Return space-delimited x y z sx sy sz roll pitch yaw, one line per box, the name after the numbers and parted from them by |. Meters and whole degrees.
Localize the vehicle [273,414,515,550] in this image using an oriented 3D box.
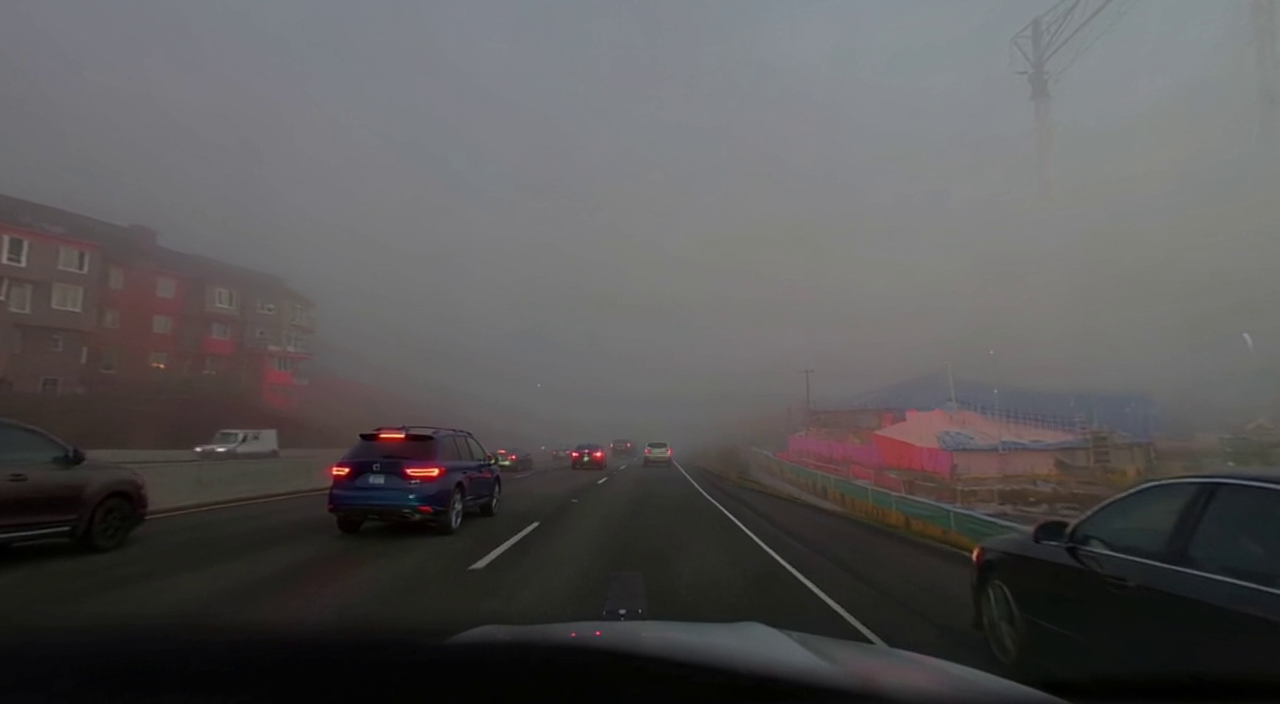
-3.579 1.974 10.269 2.045 1.710 4.382 0 -8 2 | vehicle

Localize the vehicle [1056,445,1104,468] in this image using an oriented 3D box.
32.304 7.616 46.341 1.840 1.533 4.657 -3 -9 22 | vehicle

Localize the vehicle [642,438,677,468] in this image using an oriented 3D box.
1.210 6.507 40.707 2.116 1.763 4.352 0 -8 1 | vehicle

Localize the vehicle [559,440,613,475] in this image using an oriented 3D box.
-2.725 5.445 32.909 2.109 1.657 4.554 0 -8 4 | vehicle

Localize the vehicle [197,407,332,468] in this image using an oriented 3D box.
-22.732 5.332 38.884 2.938 3.320 8.188 0 -8 2 | vehicle

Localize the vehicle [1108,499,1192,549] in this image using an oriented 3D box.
22.191 7.436 27.581 1.873 1.547 4.240 -4 -9 27 | vehicle

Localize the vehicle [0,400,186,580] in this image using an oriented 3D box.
-7.237 1.331 6.106 2.113 1.724 4.656 0 -8 1 | vehicle
